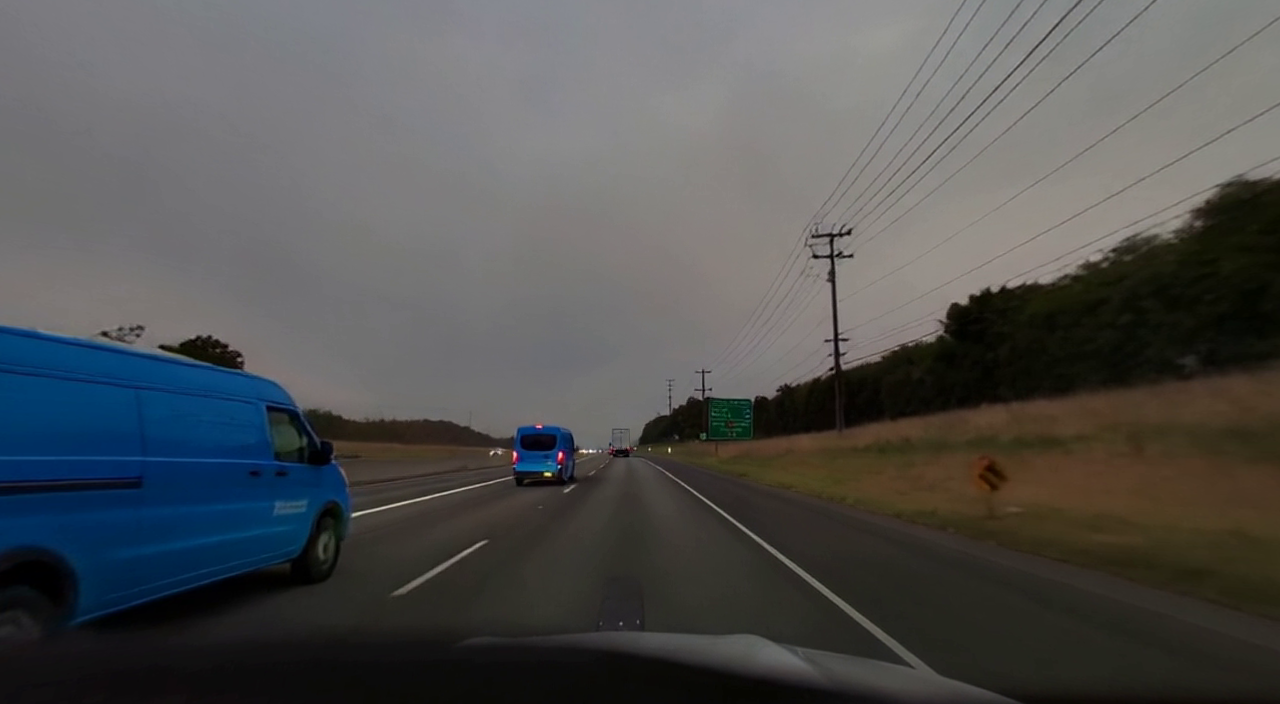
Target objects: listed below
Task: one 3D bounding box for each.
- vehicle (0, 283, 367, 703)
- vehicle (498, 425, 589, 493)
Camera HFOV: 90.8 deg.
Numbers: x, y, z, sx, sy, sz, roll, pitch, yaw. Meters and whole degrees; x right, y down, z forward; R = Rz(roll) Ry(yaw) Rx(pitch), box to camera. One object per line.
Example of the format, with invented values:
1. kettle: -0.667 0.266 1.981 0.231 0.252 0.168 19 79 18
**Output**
1. vehicle: -3.930 0.891 3.981 2.145 2.010 4.980 0 -9 0
2. vehicle: -3.068 3.580 21.348 2.197 2.011 5.130 0 -9 1
